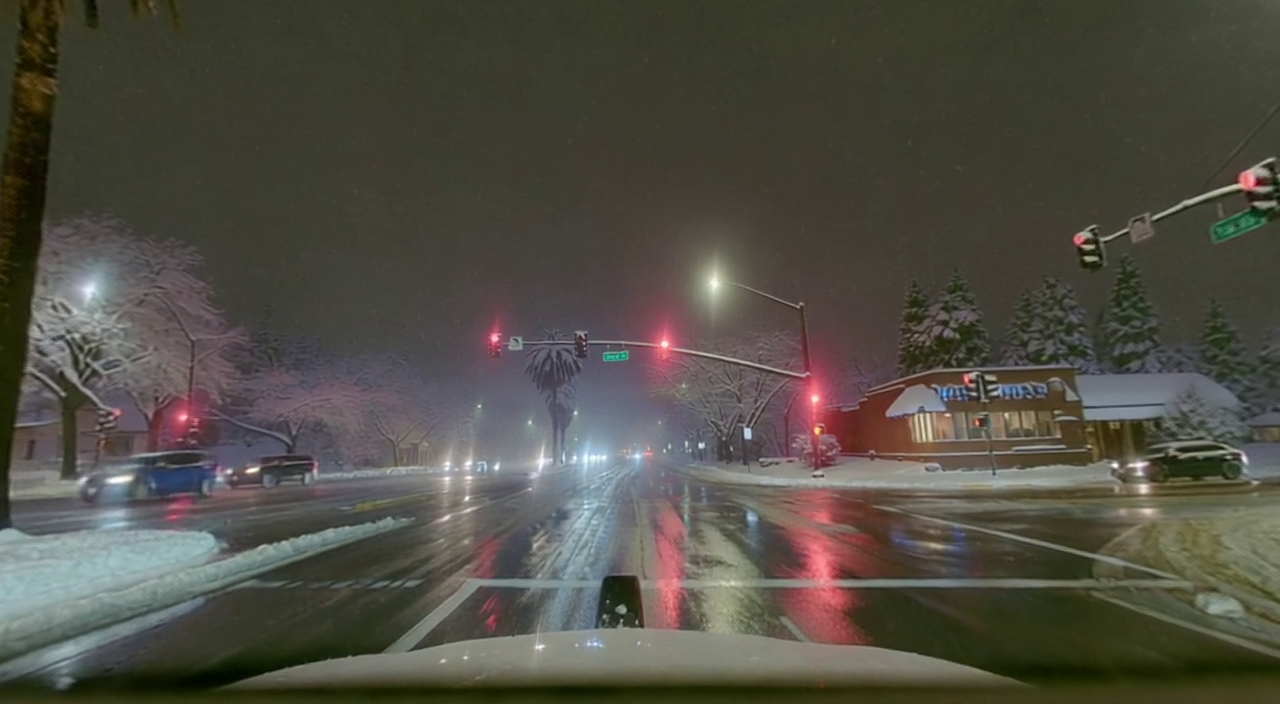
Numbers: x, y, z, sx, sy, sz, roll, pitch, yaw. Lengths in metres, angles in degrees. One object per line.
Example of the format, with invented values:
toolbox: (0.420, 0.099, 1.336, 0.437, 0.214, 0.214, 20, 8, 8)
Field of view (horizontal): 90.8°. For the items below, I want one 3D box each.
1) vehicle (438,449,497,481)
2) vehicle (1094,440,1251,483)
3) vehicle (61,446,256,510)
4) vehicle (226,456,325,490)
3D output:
vehicle: (-9.716, 6.375, 36.051, 2.074, 1.681, 4.417, 0, -9, 0)
vehicle: (22.214, 4.566, 26.505, 4.533, 1.676, 2.236, 0, -9, -1)
vehicle: (-14.282, 3.727, 19.222, 2.074, 1.671, 4.755, 0, -9, 2)
vehicle: (-17.487, 5.800, 30.604, 1.874, 1.467, 4.768, 0, -9, 1)
